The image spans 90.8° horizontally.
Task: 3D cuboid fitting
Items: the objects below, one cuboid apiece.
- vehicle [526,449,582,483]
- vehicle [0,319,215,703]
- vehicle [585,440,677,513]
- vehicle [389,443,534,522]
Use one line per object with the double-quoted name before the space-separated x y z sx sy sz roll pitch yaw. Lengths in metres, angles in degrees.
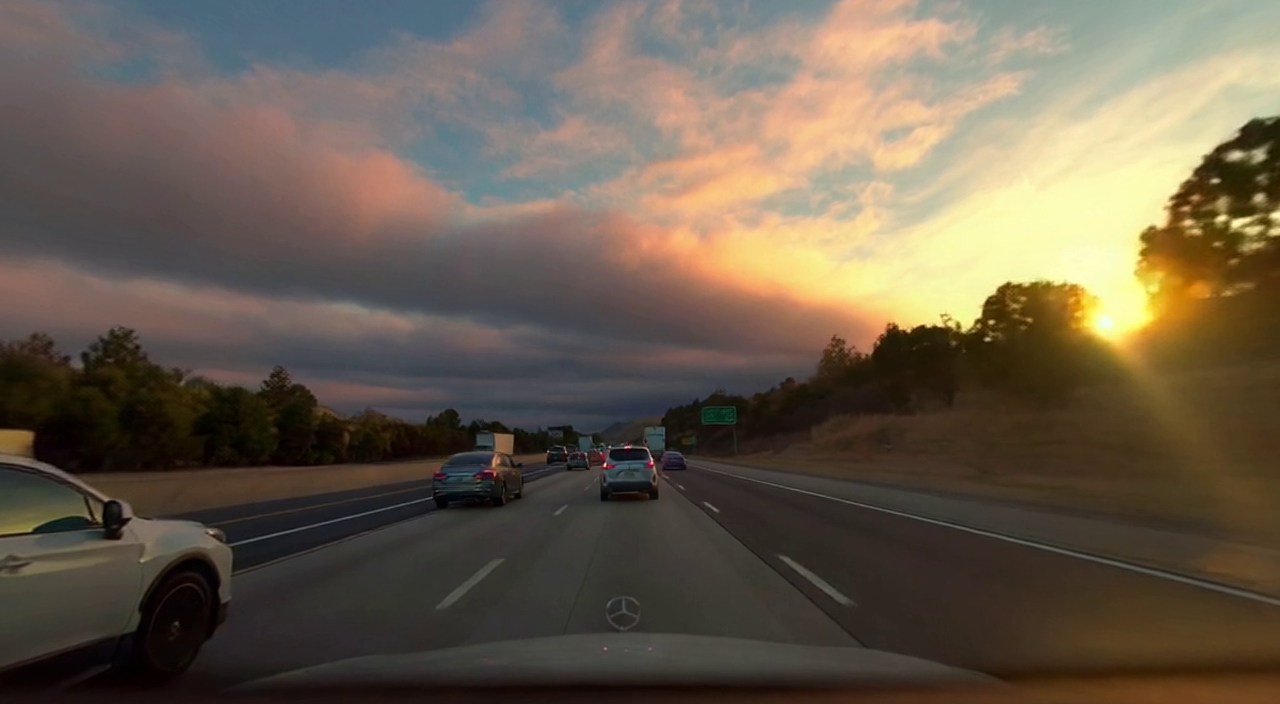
"vehicle" -4.011 5.368 30.096 1.999 1.484 4.269 0 -9 1
"vehicle" -3.964 0.620 1.592 2.243 1.889 4.949 0 -9 1
"vehicle" -0.203 3.010 15.579 1.996 1.574 3.426 0 -9 0
"vehicle" -3.816 2.869 14.397 1.988 1.501 4.438 0 -9 0
